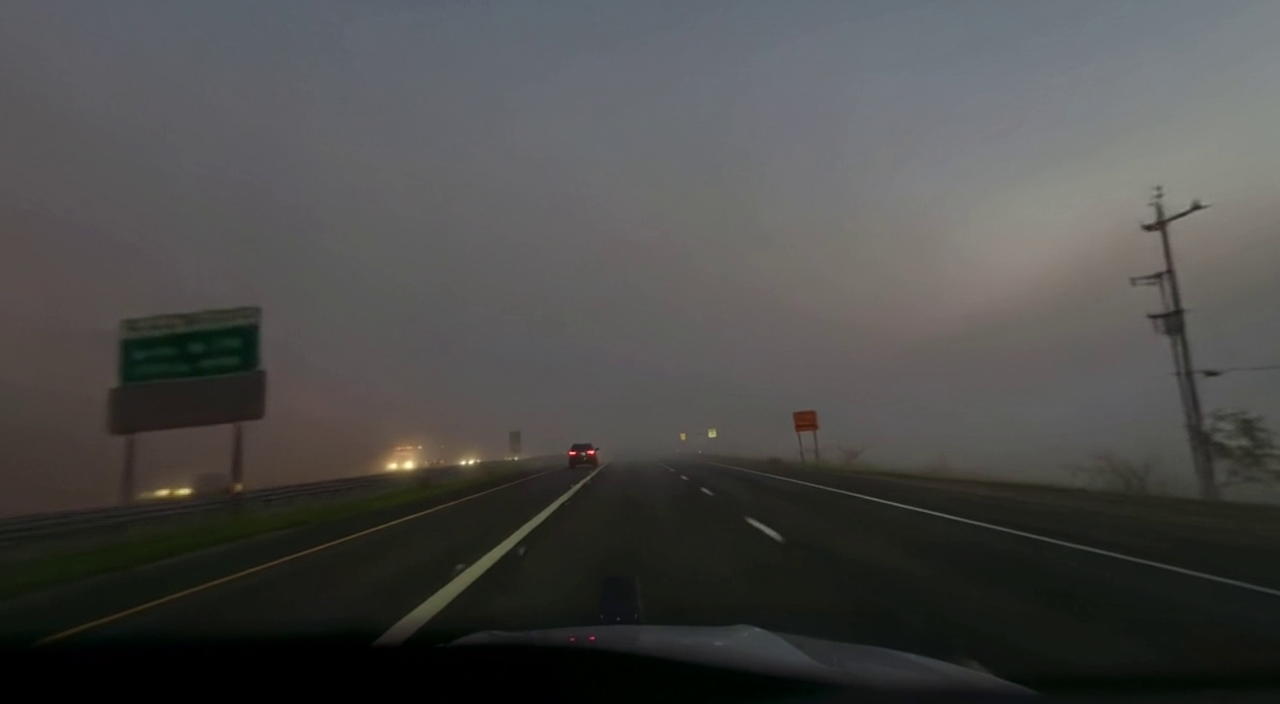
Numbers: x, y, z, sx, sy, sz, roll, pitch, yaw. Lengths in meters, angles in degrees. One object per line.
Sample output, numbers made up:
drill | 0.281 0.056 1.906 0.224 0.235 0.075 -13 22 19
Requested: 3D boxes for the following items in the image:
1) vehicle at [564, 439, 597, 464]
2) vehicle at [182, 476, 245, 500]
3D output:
vehicle | -4.497 7.611 48.463 2.130 1.823 4.761 0 -8 0
vehicle | -33.174 10.583 49.269 1.801 1.522 4.587 0 -8 -1
